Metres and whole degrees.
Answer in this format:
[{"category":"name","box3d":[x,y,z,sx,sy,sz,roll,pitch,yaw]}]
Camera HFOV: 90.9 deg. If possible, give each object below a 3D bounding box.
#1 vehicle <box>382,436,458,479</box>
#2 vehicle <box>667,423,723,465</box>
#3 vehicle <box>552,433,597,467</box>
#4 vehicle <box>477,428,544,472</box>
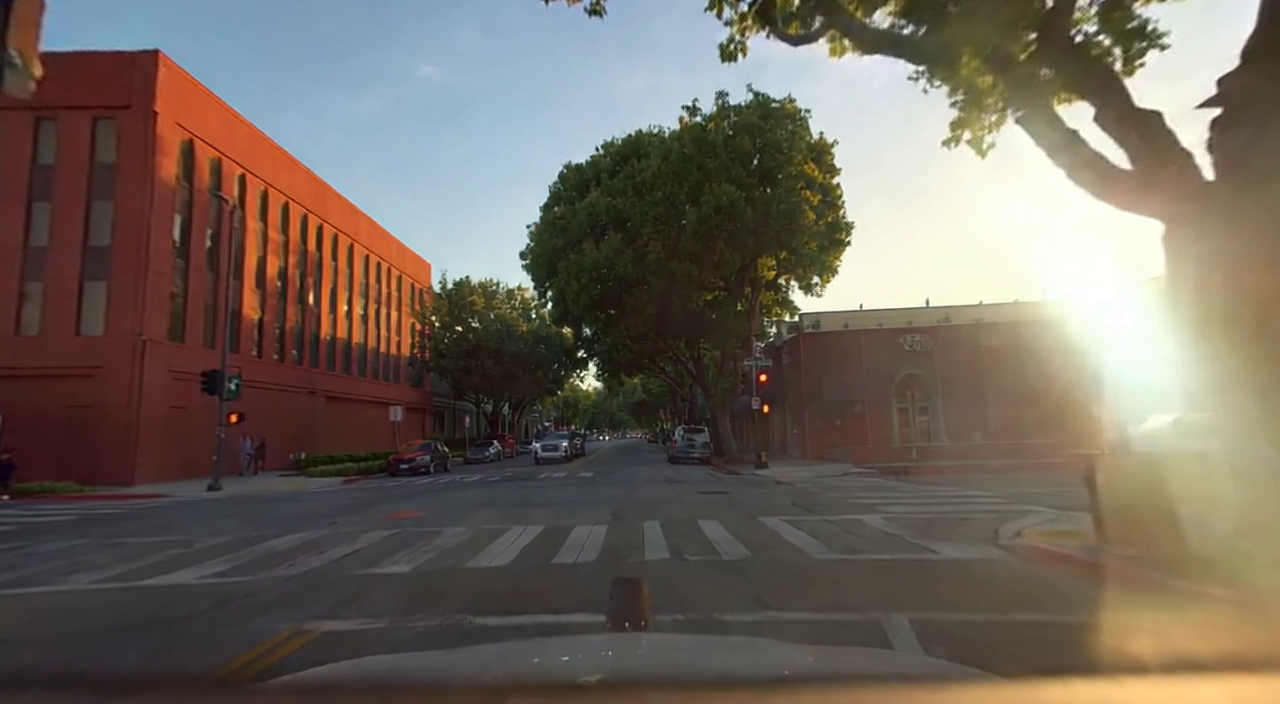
[{"category":"vehicle","box3d":[-9.929,4.765,28.857,2.216,1.804,4.526,1,-8,-5]},{"category":"vehicle","box3d":[3.039,5.279,36.150,2.557,2.188,5.164,0,-8,-2]},{"category":"vehicle","box3d":[-3.264,4.985,32.198,2.033,1.596,4.142,0,-8,-2]},{"category":"vehicle","box3d":[-5.998,4.615,29.765,2.242,1.887,4.924,0,-8,-2]}]
